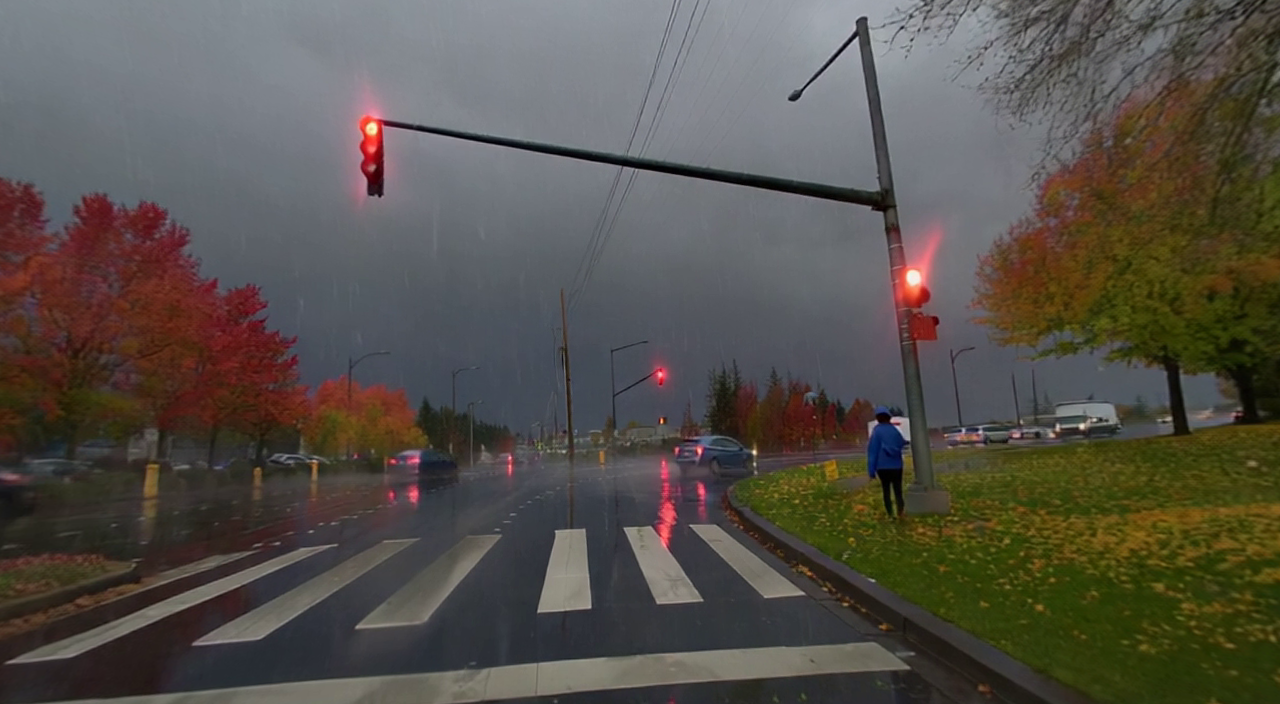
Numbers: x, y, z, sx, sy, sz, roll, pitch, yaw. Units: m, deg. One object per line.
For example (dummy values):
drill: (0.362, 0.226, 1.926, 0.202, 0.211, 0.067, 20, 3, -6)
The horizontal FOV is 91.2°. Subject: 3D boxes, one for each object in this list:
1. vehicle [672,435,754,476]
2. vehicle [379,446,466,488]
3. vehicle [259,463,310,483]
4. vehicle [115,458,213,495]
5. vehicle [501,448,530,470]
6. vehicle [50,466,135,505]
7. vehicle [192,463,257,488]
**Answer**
vehicle: (3.674, 5.111, 31.117, 1.988, 1.853, 4.314, -8, -11, 39)
vehicle: (-9.429, 4.992, 27.495, 1.832, 1.674, 3.805, -2, -9, 12)
vehicle: (-28.146, 9.576, 49.743, 1.776, 1.452, 3.920, 0, -9, 0)
vehicle: (-27.833, 7.264, 36.904, 2.064, 1.913, 5.081, 0, -9, -4)
vehicle: (-9.315, 8.015, 46.987, 1.776, 1.558, 3.779, 1, -9, -6)
vehicle: (-25.423, 6.157, 29.263, 1.694, 1.528, 4.225, 3, -10, -24)
vehicle: (-28.541, 8.477, 43.157, 1.768, 1.465, 3.972, 0, -9, -1)
